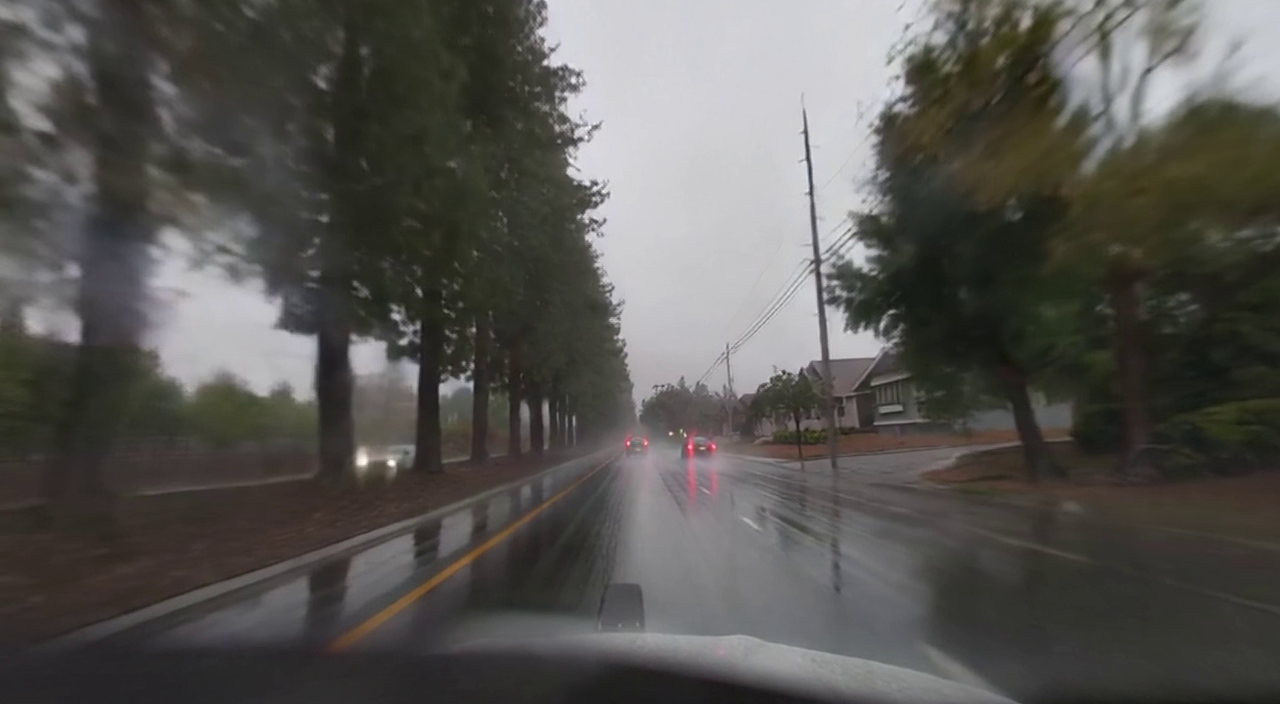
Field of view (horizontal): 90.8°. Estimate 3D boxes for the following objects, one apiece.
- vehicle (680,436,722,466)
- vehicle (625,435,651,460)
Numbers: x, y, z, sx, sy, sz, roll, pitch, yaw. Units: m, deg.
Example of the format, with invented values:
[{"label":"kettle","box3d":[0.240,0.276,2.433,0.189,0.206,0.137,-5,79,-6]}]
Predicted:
[{"label":"vehicle","box3d":[3.485,5.778,36.883,1.888,1.640,4.044,0,-8,-2]},{"label":"vehicle","box3d":[-0.183,7.502,49.667,1.925,1.799,4.257,0,-8,0]}]
